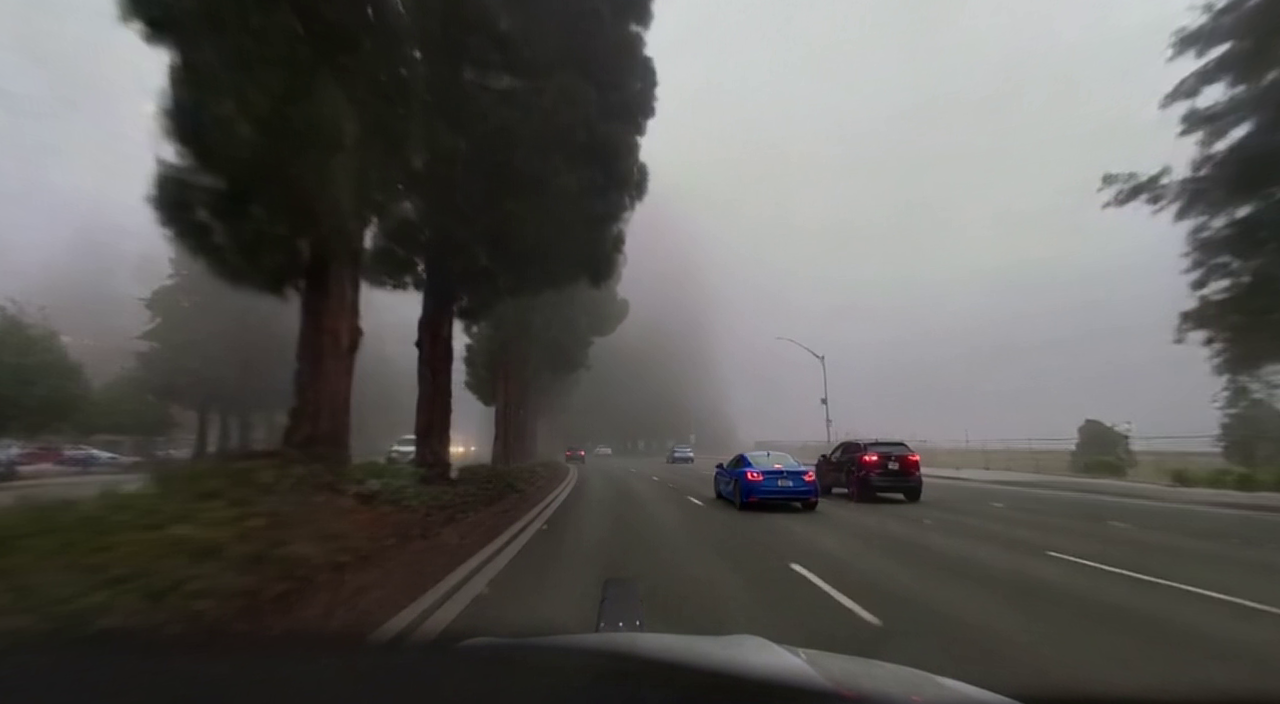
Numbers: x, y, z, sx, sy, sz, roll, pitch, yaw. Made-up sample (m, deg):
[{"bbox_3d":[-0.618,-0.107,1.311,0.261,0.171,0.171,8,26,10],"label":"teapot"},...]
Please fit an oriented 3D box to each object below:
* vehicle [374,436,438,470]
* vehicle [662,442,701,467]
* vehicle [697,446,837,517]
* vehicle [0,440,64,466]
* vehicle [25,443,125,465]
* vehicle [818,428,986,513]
[{"bbox_3d":[-13.056,5.680,35.617,2.202,1.770,4.742,1,-9,-6],"label":"vehicle"},{"bbox_3d":[2.914,7.280,45.026,1.931,1.685,4.054,1,-9,-9],"label":"vehicle"},{"bbox_3d":[2.660,2.829,14.400,1.990,1.347,4.388,1,-9,-4],"label":"vehicle"},{"bbox_3d":[-36.664,5.819,36.551,4.431,1.453,1.963,2,-9,-9],"label":"vehicle"},{"bbox_3d":[-37.600,6.804,42.175,4.555,1.448,1.912,1,-9,-8],"label":"vehicle"},{"bbox_3d":[6.053,2.781,15.302,1.987,1.730,4.373,0,-9,-3],"label":"vehicle"}]
